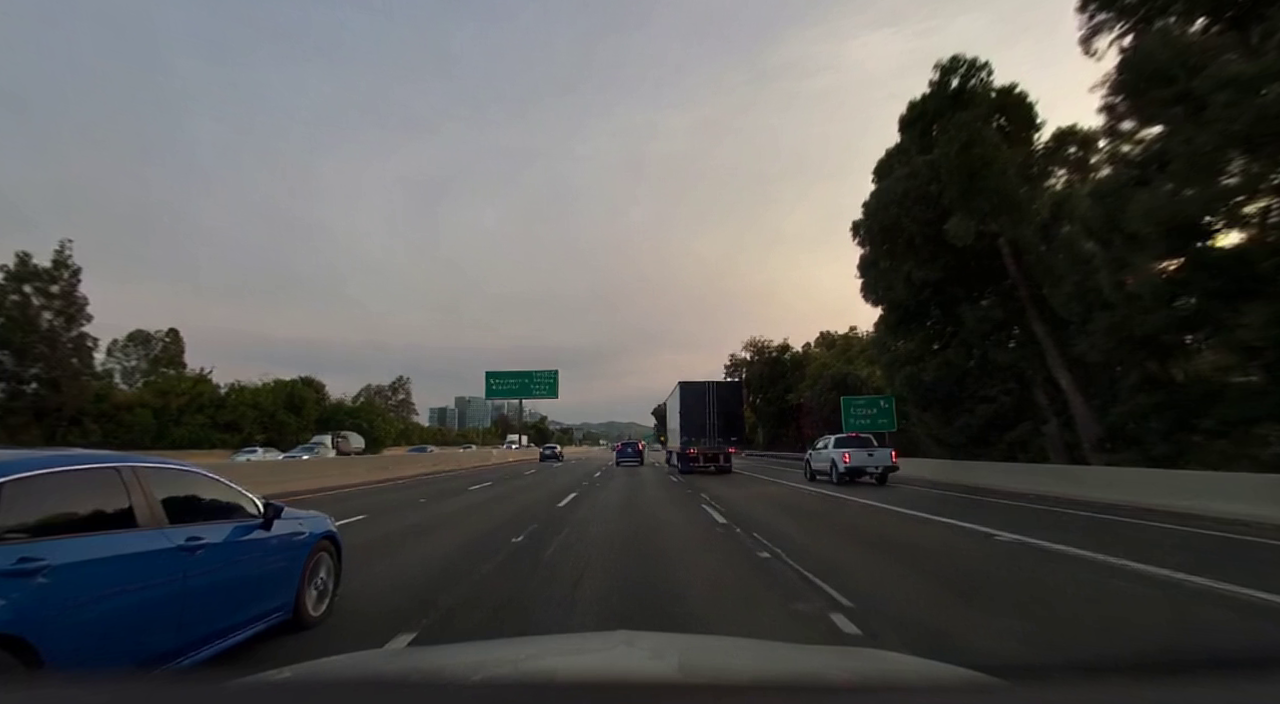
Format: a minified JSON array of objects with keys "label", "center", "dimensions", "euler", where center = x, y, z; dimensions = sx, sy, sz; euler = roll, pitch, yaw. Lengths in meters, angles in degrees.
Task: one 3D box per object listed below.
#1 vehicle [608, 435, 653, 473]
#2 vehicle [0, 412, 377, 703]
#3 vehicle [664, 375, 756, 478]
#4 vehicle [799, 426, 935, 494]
[{"label":"vehicle","center":[-0.481,5.291,32.847],"dimensions":[2.203,1.805,4.358],"euler":[0,-9,-1]},{"label":"vehicle","center":[-3.031,1.012,2.723],"dimensions":[1.864,1.406,4.544],"euler":[0,-9,0]},{"label":"vehicle","center":[3.029,4.086,32.531],"dimensions":[2.876,4.086,15.117],"euler":[0,-9,-1]},{"label":"vehicle","center":[6.741,3.302,19.631],"dimensions":[2.106,1.795,5.489],"euler":[0,-9,-1]}]
